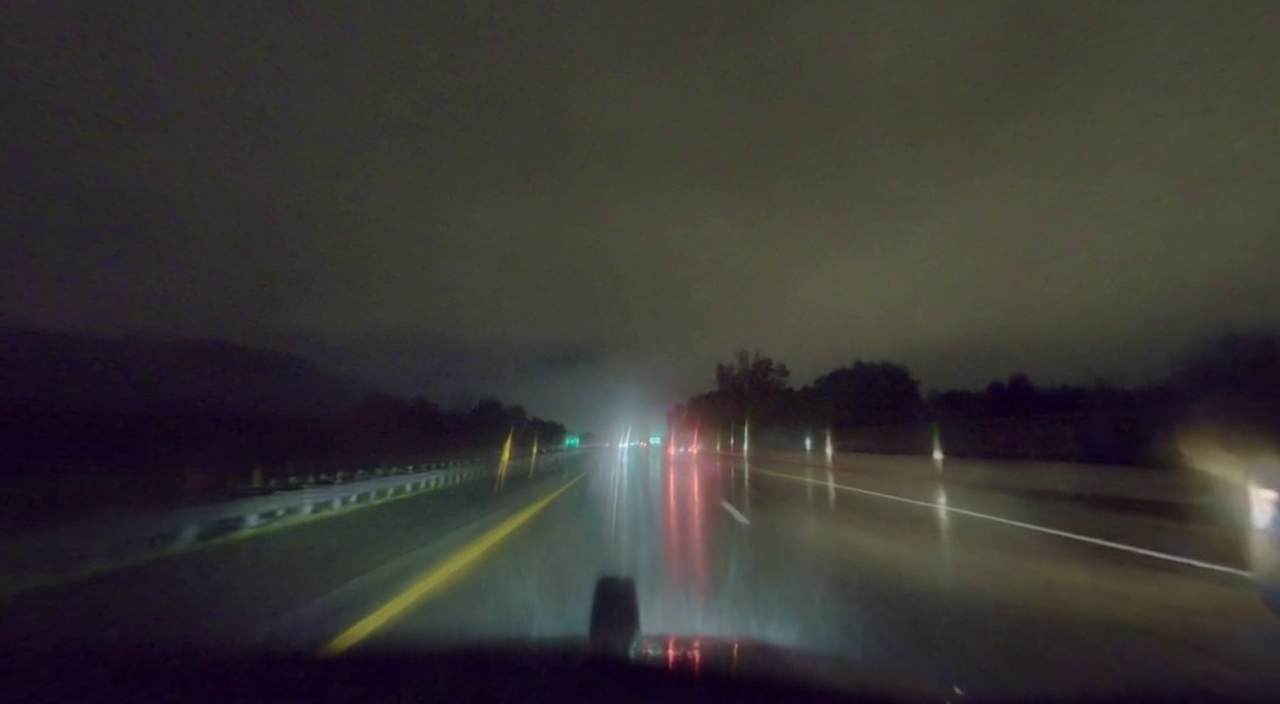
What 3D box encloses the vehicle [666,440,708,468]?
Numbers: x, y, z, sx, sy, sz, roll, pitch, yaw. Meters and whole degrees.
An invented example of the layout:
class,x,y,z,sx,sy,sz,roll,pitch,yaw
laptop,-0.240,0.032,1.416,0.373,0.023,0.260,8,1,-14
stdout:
class,x,y,z,sx,sy,sz,roll,pitch,yaw
vehicle,2.574,5.704,35.480,2.005,1.466,3.739,0,-8,-1
